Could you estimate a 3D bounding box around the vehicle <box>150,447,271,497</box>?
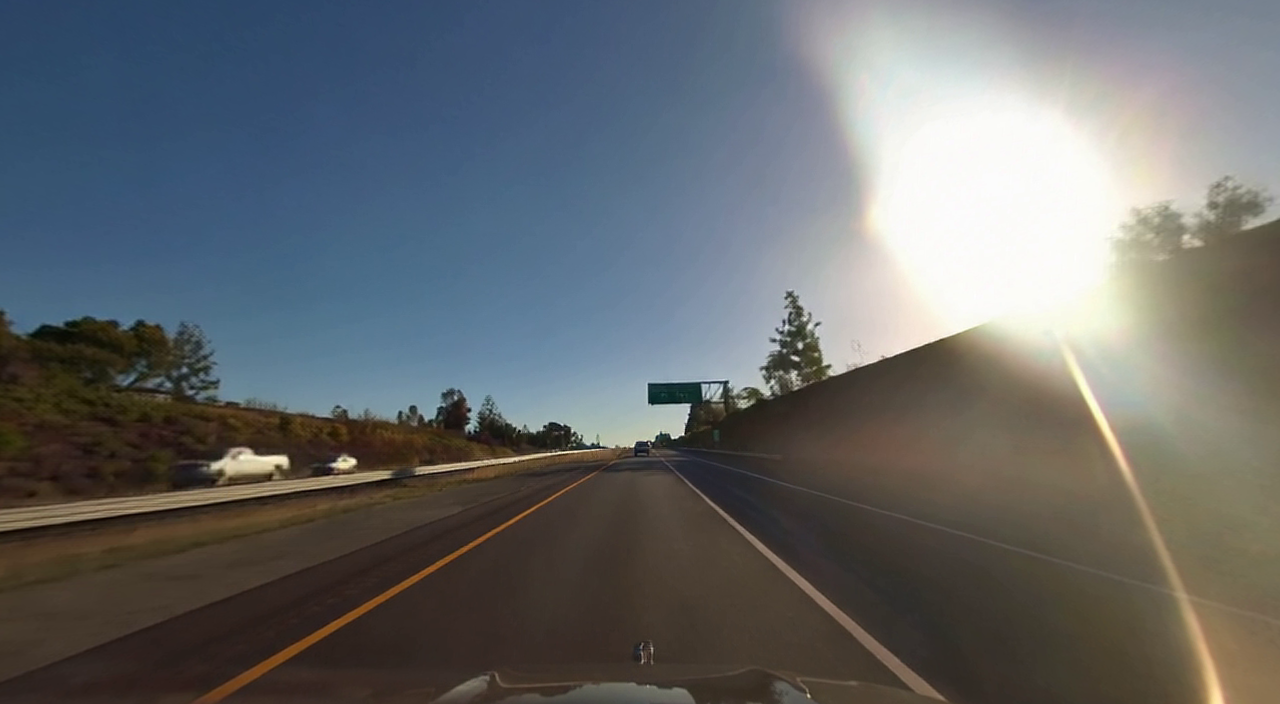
[{"bbox_3d":[-32.379,8.969,48.150,3.029,3.378,8.481,0,-8,1],"label":"vehicle"}]
